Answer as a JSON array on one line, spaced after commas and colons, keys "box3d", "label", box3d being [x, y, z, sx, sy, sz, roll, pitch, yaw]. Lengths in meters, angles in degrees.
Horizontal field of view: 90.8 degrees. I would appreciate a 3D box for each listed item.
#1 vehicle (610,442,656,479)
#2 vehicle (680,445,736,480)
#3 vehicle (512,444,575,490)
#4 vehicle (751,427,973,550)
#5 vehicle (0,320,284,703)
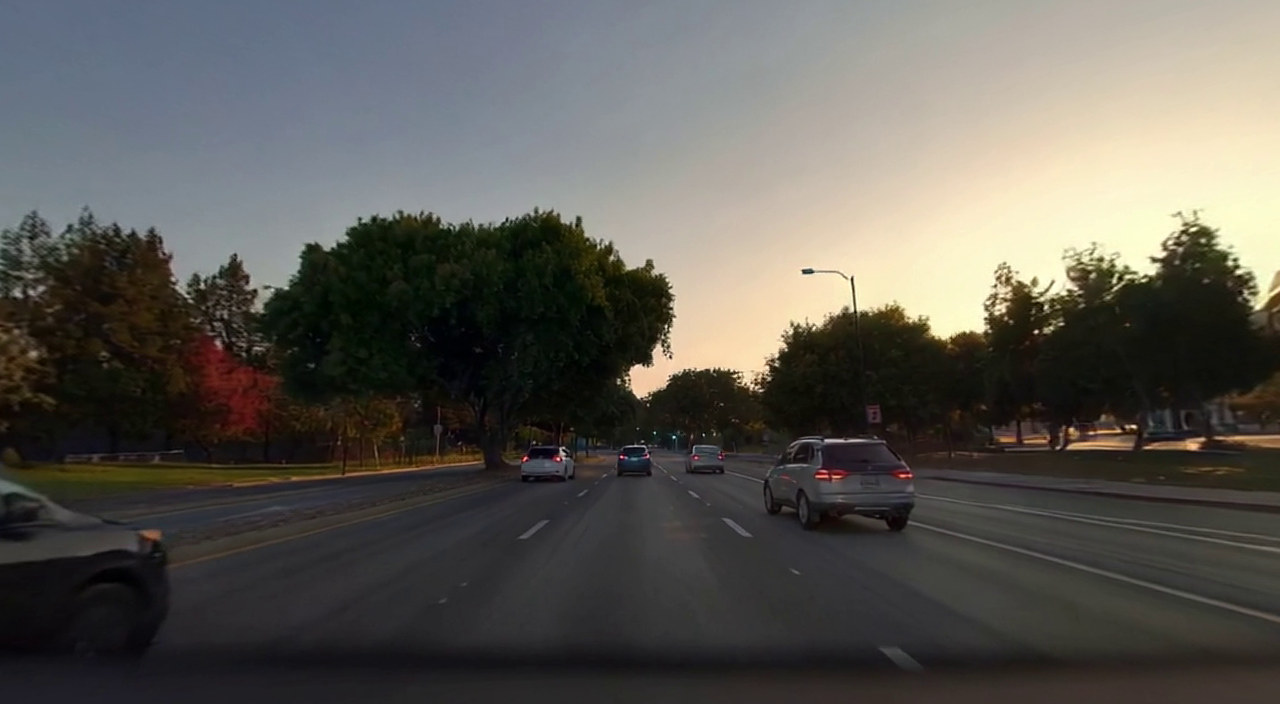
[{"box3d": [-0.373, 5.406, 31.804, 2.150, 1.725, 4.096, 0, -9, -1], "label": "vehicle"}, {"box3d": [3.178, 5.249, 30.288, 2.068, 1.541, 4.041, 0, -9, -2], "label": "vehicle"}, {"box3d": [-3.651, 4.377, 24.489, 1.823, 1.602, 4.061, 0, -8, 0], "label": "vehicle"}, {"box3d": [3.434, 2.207, 10.996, 2.069, 1.644, 4.714, 0, -9, -1], "label": "vehicle"}, {"box3d": [-3.735, 0.728, 1.965, 2.352, 1.846, 4.953, 0, -8, 0], "label": "vehicle"}]
